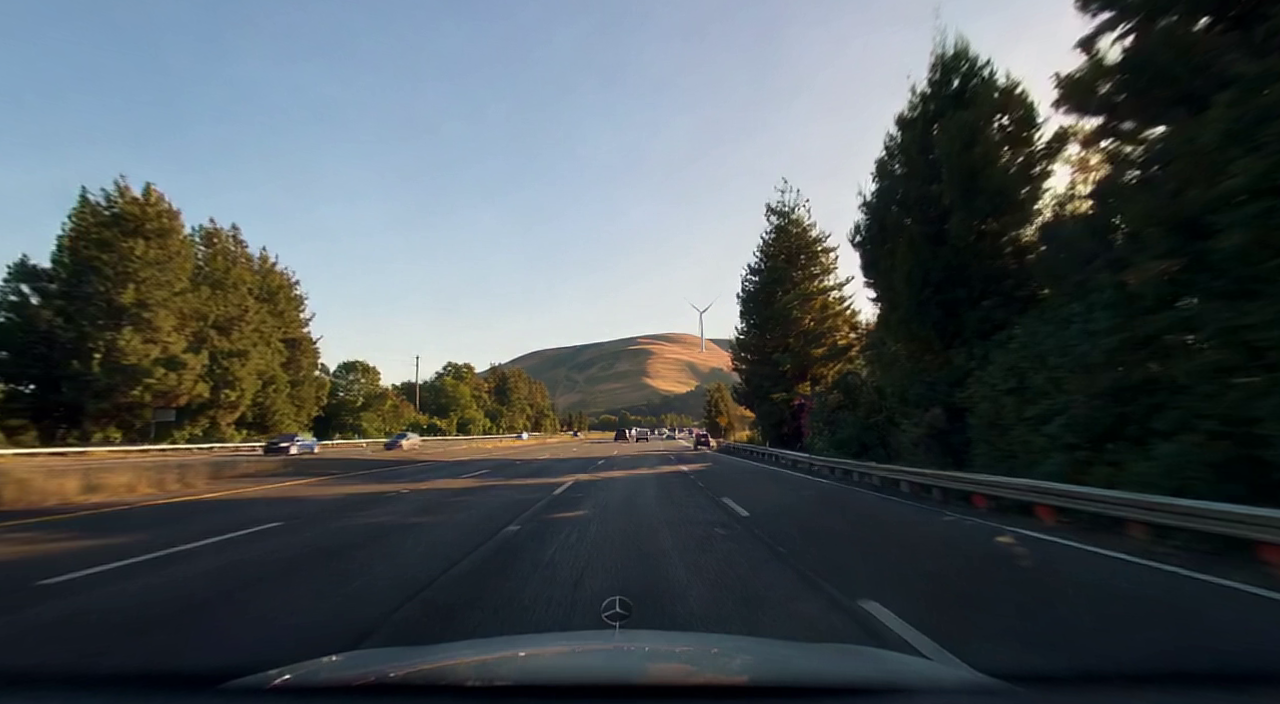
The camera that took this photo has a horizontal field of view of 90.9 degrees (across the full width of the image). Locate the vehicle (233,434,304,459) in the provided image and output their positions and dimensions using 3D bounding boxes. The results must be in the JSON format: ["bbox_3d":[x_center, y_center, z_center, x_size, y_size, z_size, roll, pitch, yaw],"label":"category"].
[{"bbox_3d":[-23.959,6.077,40.836,1.986,1.490,4.286,0,-8,0],"label":"vehicle"}]
